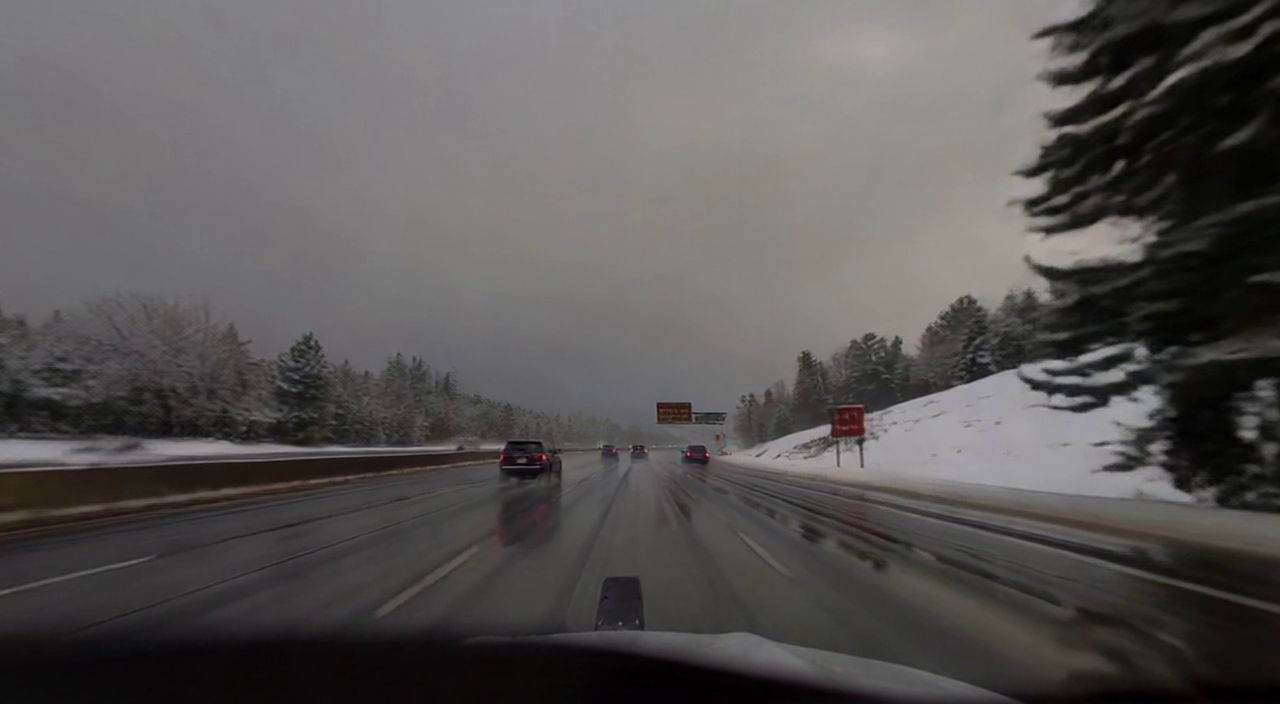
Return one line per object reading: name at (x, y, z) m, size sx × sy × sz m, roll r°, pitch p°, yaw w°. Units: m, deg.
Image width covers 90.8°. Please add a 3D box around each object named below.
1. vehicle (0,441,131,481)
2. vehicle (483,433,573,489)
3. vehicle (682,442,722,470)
vehicle at (-25.372, 4.752, 27.850) m, size 2.010 × 1.580 × 4.522 m, roll 0°, pitch -8°, yaw 1°
vehicle at (-3.674, 3.676, 21.703) m, size 2.166 × 1.700 × 4.661 m, roll 0°, pitch -9°, yaw 1°
vehicle at (4.172, 7.073, 43.151) m, size 2.164 × 1.788 × 4.500 m, roll 0°, pitch -8°, yaw -1°
